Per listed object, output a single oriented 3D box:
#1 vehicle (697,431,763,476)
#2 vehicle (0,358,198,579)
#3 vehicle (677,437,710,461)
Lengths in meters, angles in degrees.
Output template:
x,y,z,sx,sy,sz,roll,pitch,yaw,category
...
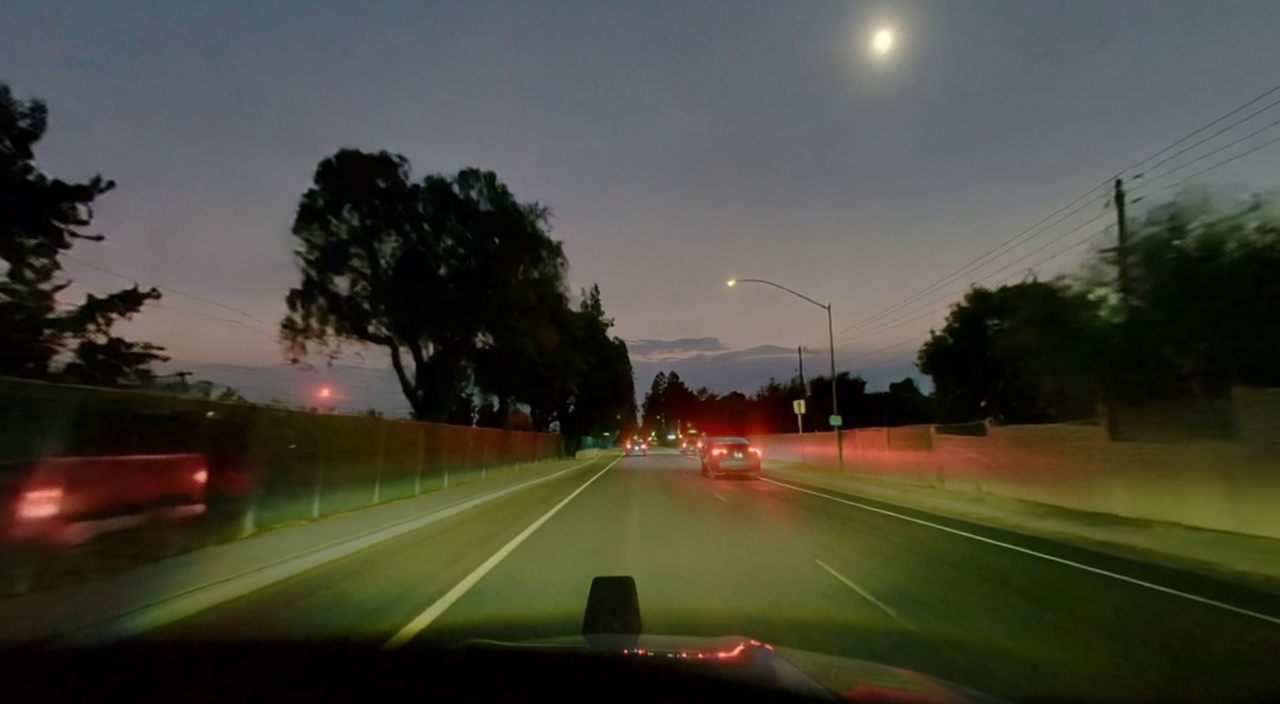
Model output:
x,y,z,sx,sy,sz,roll,pitch,yaw,category
3.863,4.470,27.966,2.112,1.825,4.574,0,-8,-2,vehicle
-8.864,1.535,8.779,3.613,2.628,2.227,0,-9,2,vehicle
3.780,6.986,45.461,2.012,1.653,4.115,0,-8,-1,vehicle
